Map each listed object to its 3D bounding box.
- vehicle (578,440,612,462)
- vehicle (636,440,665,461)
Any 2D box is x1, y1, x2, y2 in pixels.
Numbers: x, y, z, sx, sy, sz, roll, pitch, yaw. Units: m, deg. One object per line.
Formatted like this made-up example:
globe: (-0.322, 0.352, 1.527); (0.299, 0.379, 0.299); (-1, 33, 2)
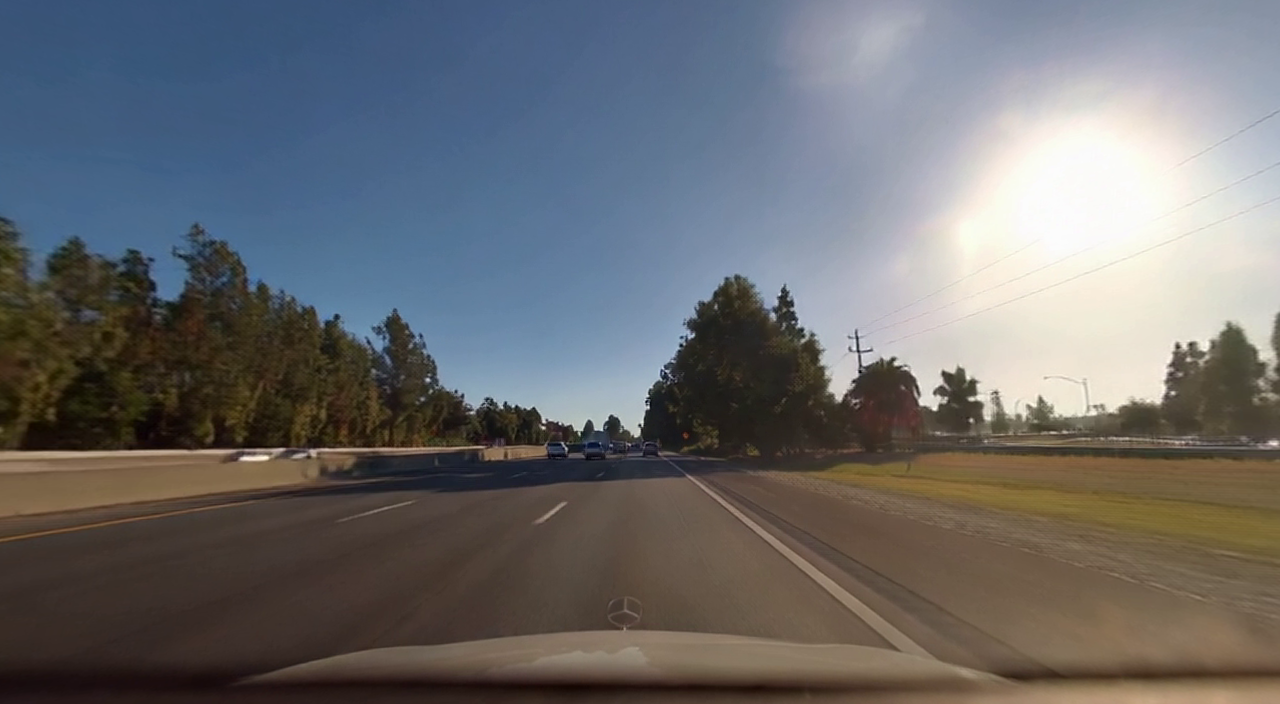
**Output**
vehicle: (-3.196, 7.137, 45.240); (2.046, 1.478, 4.111); (0, -8, 1)
vehicle: (0.763, 7.421, 47.433); (2.057, 1.453, 3.926); (0, -8, 0)
